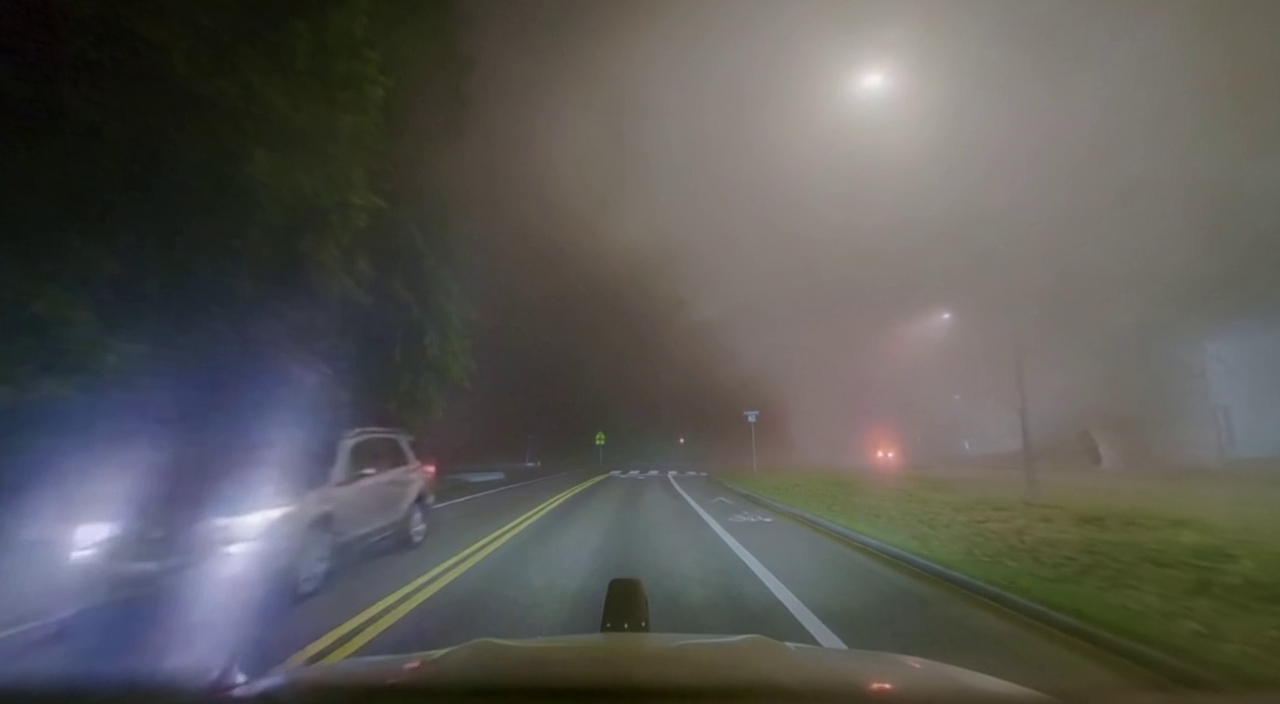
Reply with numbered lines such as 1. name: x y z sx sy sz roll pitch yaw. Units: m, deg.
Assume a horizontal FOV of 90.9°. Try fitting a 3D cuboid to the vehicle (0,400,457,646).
1. vehicle: -3.974 1.578 6.949 2.390 1.721 4.863 0 -9 1
